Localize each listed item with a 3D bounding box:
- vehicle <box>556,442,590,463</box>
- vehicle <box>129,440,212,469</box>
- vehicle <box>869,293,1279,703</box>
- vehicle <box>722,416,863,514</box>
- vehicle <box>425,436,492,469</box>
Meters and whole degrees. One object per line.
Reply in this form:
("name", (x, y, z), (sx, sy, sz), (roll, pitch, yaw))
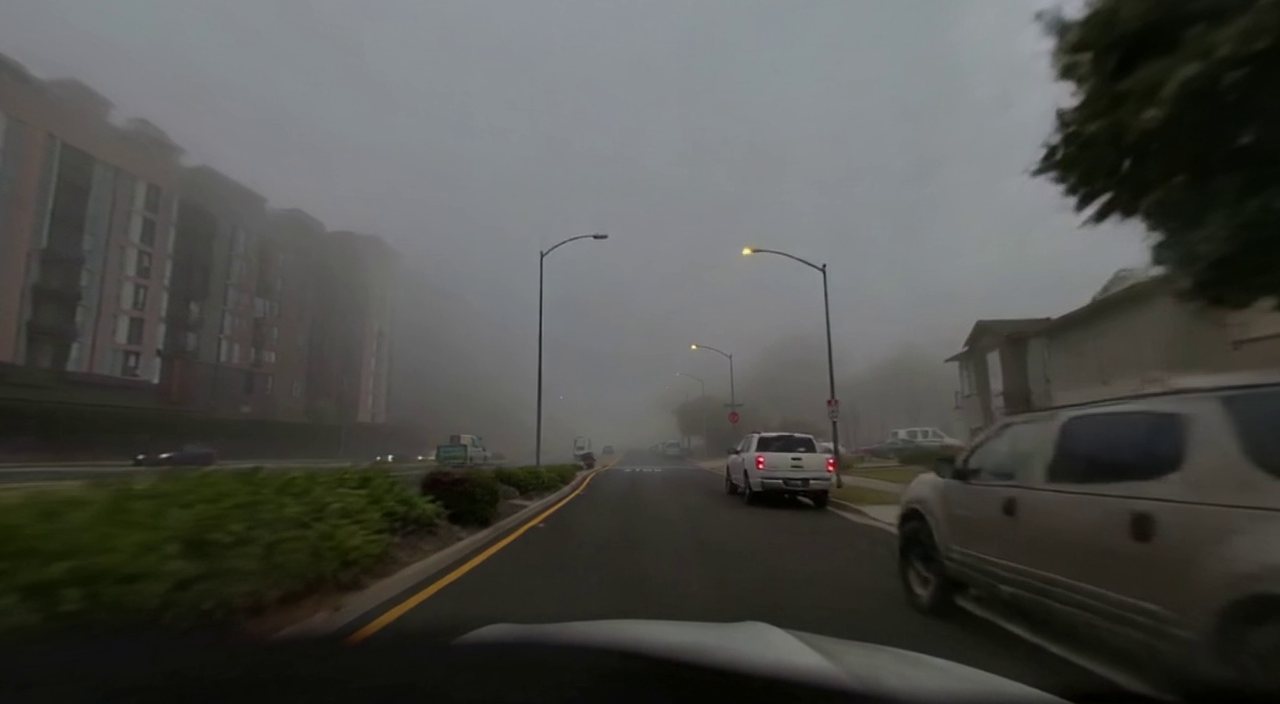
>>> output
("vehicle", (-5.059, 7.660, 48.130), (1.881, 1.497, 4.071), (-1, -9, 5))
("vehicle", (-29.509, 6.442, 39.801), (1.815, 1.720, 4.395), (0, -8, 0))
("vehicle", (3.110, 0.859, 3.020), (2.150, 1.770, 4.801), (0, -9, -1))
("vehicle", (3.219, 2.503, 14.342), (2.067, 1.846, 4.384), (0, -9, 0))
("vehicle", (-9.111, 5.085, 31.990), (2.024, 1.532, 3.863), (-1, -9, 4))
